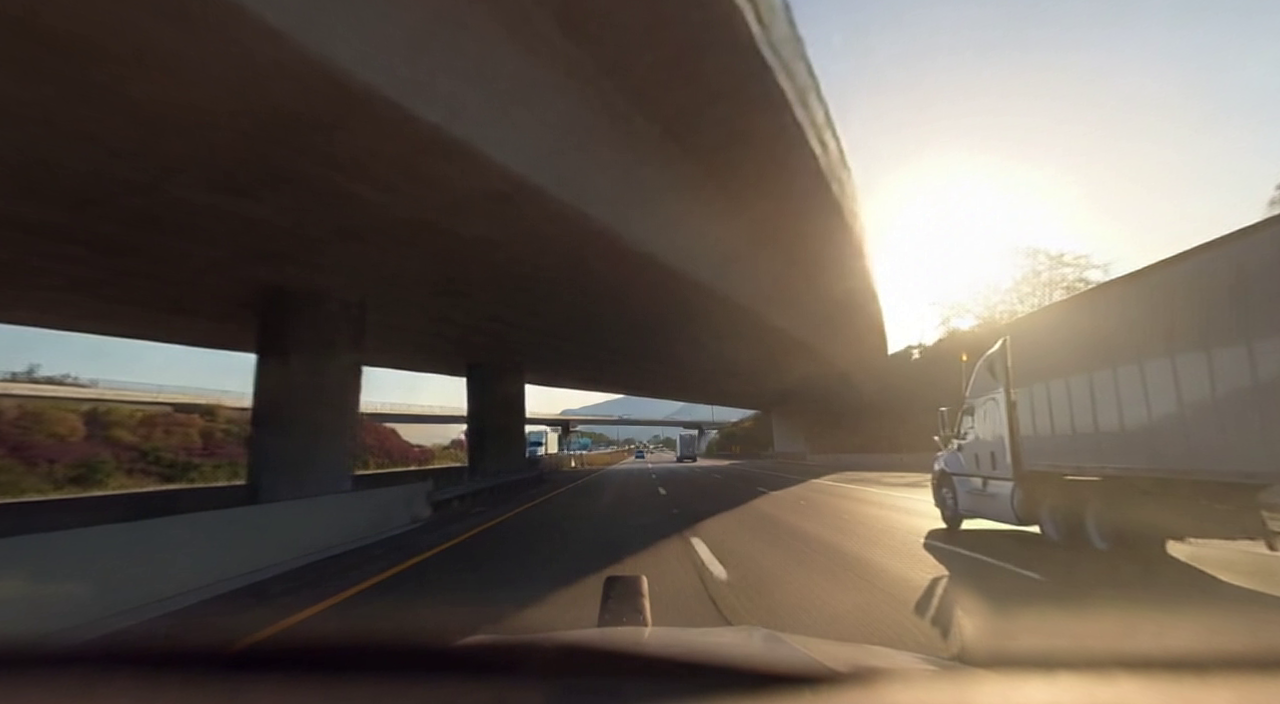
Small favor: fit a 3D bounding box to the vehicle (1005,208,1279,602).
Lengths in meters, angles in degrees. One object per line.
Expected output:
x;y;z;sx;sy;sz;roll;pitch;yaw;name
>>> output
6.601;0.425;5.103;2.690;3.197;7.515;0;-9;0;vehicle
